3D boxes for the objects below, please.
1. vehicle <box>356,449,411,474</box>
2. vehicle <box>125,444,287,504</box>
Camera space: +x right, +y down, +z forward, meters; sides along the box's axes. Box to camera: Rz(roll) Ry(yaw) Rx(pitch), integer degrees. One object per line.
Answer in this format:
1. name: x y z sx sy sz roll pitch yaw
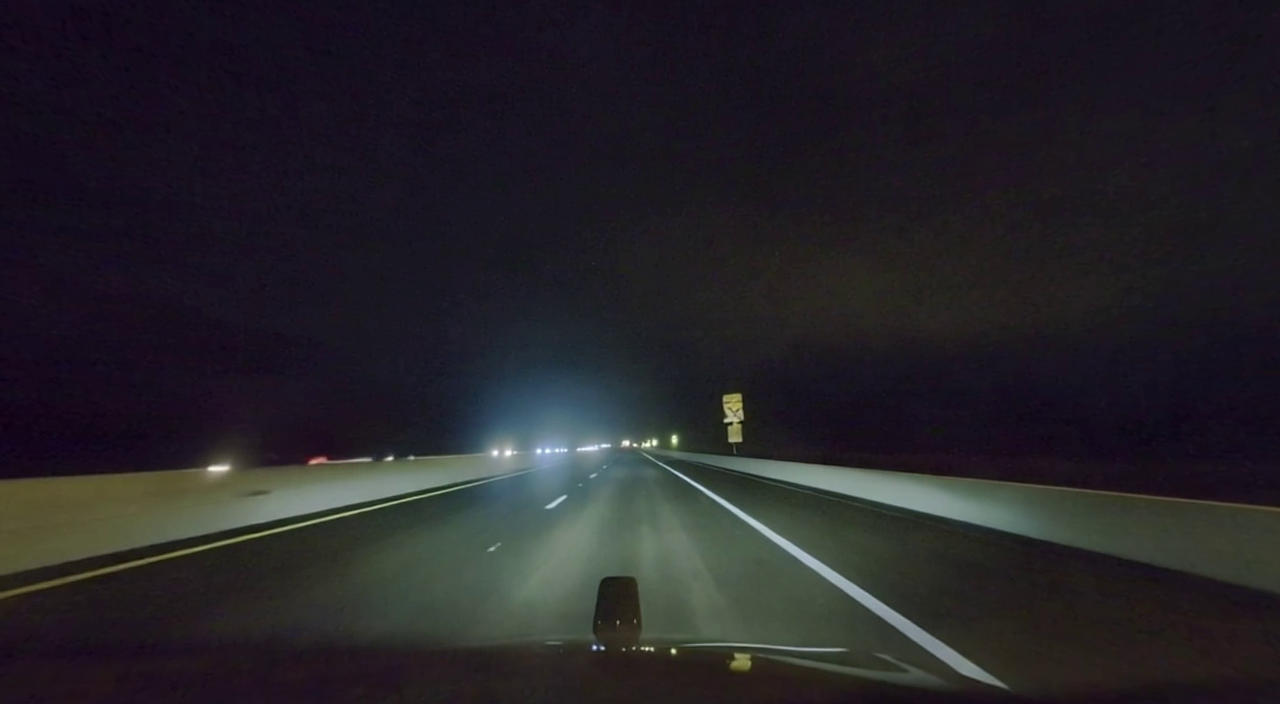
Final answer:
1. vehicle: -16.883 7.216 41.464 1.940 1.562 4.395 0 -9 -3
2. vehicle: -12.764 3.574 18.834 1.897 1.568 4.209 0 -9 -1
